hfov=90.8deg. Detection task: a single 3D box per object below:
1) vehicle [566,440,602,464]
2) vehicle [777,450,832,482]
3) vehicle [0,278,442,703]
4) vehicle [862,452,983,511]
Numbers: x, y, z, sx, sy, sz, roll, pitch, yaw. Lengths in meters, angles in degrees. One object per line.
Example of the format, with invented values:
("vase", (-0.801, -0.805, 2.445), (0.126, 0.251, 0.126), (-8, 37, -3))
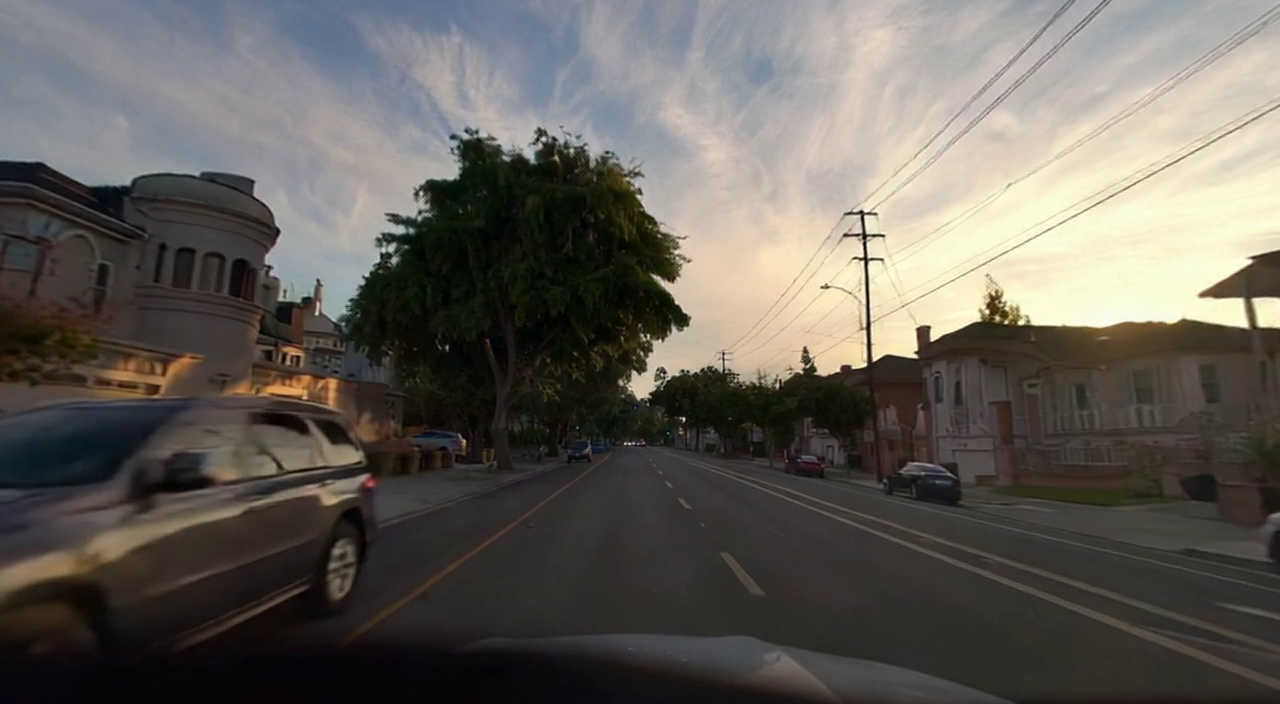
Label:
("vehicle", (-3.666, 6.614, 42.063), (2.021, 1.475, 4.523), (0, -8, 0))
("vehicle", (9.416, 6.525, 36.463), (1.930, 1.456, 4.511), (8, -8, 2))
("vehicle", (-3.265, 0.985, 3.853), (2.290, 1.924, 5.536), (0, -8, 0))
("vehicle", (9.594, 4.378, 21.936), (1.977, 1.495, 4.800), (8, -8, 1))
